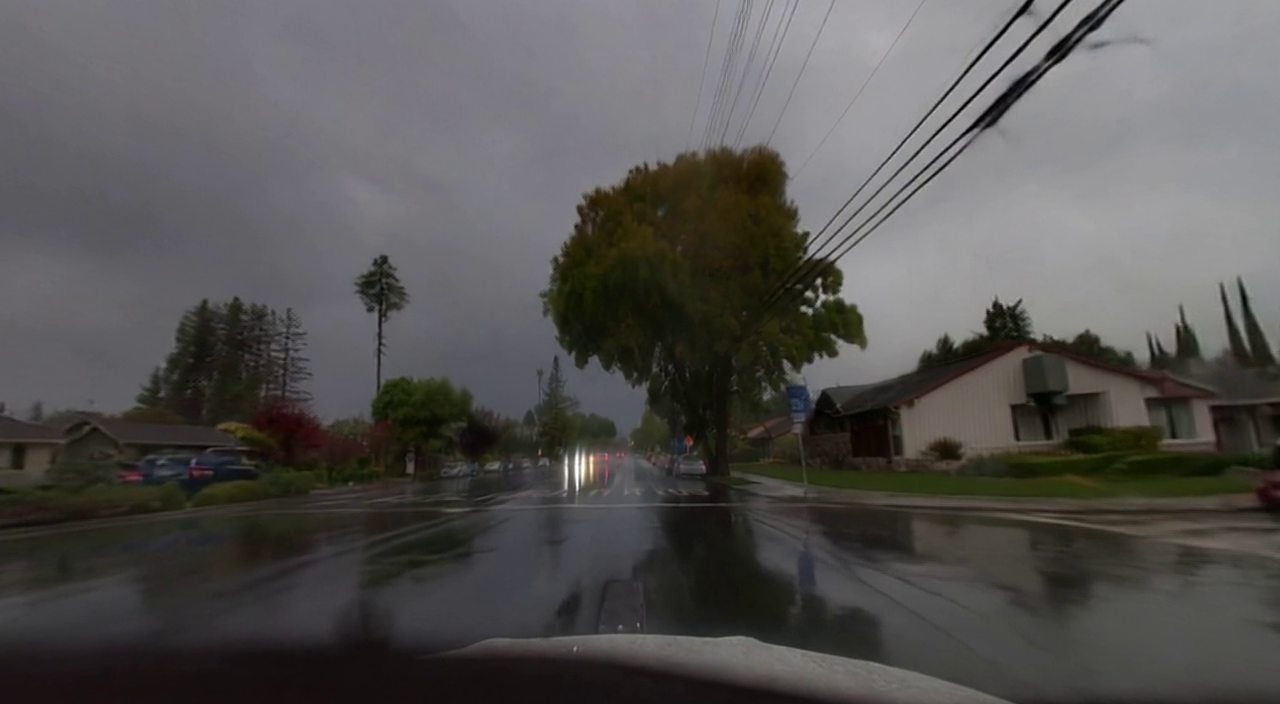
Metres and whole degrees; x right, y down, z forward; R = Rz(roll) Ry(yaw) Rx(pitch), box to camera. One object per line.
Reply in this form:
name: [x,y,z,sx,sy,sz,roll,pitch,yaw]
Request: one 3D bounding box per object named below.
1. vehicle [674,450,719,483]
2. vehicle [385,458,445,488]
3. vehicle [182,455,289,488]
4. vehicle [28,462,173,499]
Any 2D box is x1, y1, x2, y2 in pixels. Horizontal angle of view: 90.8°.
vehicle: [3.197,6.577,36.622,2.045,1.746,4.564,0,-9,-1]
vehicle: [-14.225,7.647,40.208,1.913,1.745,4.992,0,-9,1]
vehicle: [-22.629,6.680,35.485,4.612,1.736,1.951,0,-9,-1]
vehicle: [-22.764,5.426,26.789,4.344,1.471,1.813,0,-9,-3]
